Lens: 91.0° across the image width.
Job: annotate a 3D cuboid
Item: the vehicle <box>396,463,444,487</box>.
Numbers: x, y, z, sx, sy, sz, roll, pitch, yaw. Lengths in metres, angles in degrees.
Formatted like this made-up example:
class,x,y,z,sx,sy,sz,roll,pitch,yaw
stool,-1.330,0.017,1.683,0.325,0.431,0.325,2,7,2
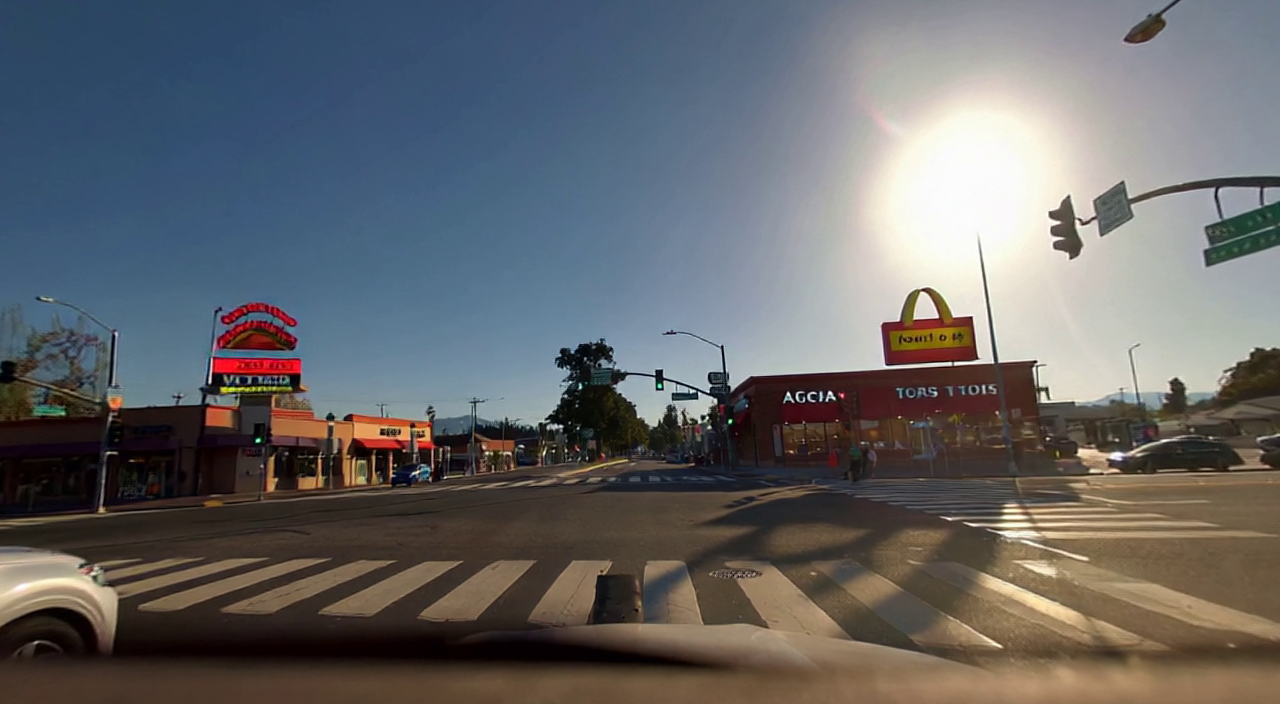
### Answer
class,x,y,z,sx,sy,sz,roll,pitch,yaw
vehicle,-15.743,8.823,45.360,1.931,1.471,4.152,0,-9,0

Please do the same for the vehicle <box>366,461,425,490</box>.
class,x,y,z,sx,sy,sz,roll,pitch,yaw
vehicle,-19.213,9.711,49.806,2.227,2.033,5.614,0,-9,2

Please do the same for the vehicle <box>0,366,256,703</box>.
class,x,y,z,sx,sy,sz,roll,pitch,yaw
vehicle,-3.413,0.747,1.411,2.081,1.644,4.523,0,-9,3
